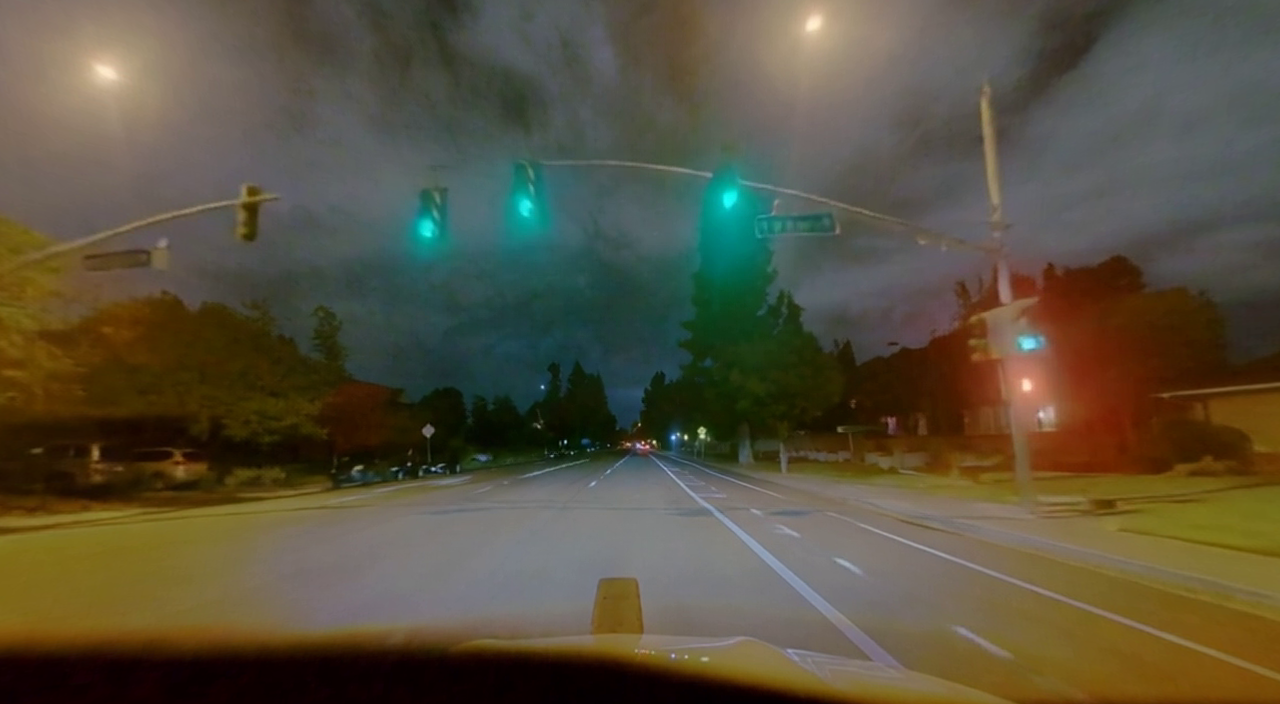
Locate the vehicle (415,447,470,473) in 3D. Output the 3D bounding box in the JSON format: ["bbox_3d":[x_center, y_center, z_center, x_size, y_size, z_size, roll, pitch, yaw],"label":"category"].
[{"bbox_3d":[-12.123,6.678,38.868,1.888,1.477,4.629,-1,-10,0],"label":"vehicle"}]

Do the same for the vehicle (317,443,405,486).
[{"bbox_3d":[-12.108,4.920,27.640,1.932,1.673,4.314,-1,-10,-1],"label":"vehicle"}]

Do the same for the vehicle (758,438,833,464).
[{"bbox_3d":[11.293,7.215,45.949,4.880,1.842,2.069,0,-9,-1],"label":"vehicle"}]

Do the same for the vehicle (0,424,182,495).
[{"bbox_3d":[-18.019,3.358,19.599,5.656,1.999,2.307,-1,-10,2],"label":"vehicle"}]
